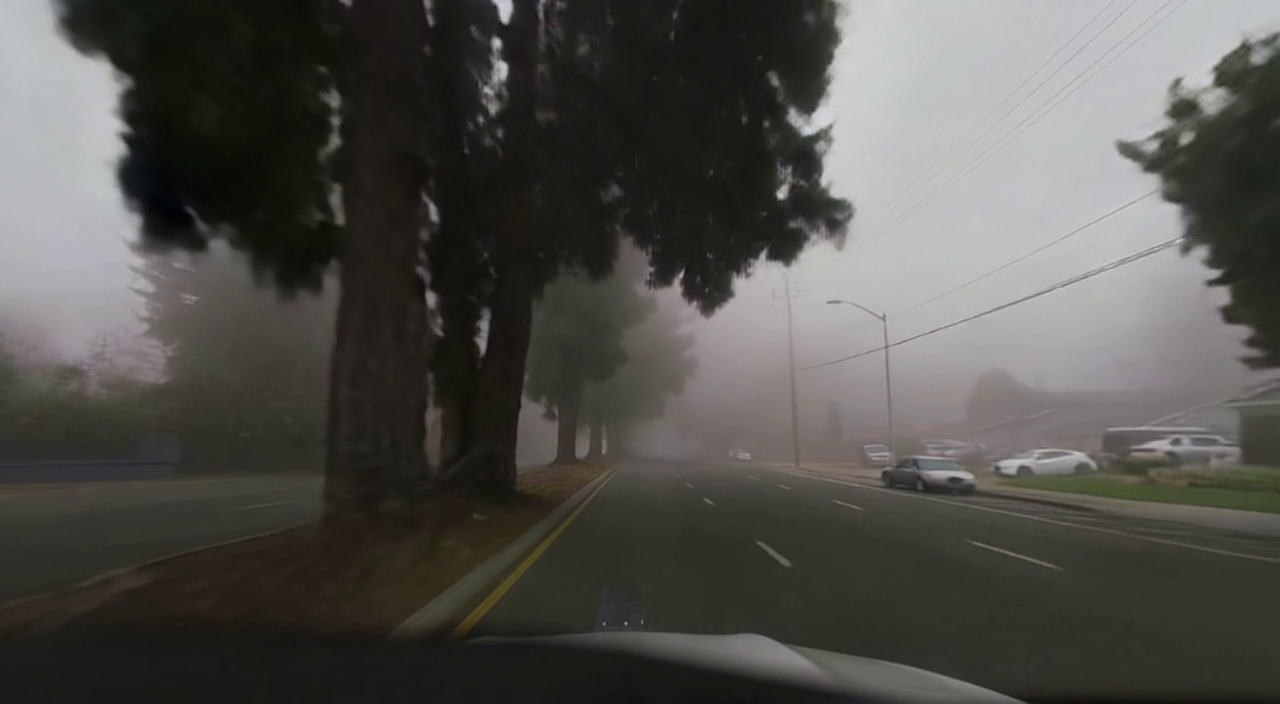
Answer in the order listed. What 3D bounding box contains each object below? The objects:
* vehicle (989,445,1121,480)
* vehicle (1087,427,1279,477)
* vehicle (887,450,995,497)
[{"bbox_3d":[19.930,5.326,30.455,4.897,1.608,2.005,0,-9,2],"label":"vehicle"},{"bbox_3d":[22.802,4.141,26.185,6.075,1.933,3.018,0,-8,1],"label":"vehicle"},{"bbox_3d":[11.522,4.641,24.537,1.929,1.489,4.777,4,-8,1],"label":"vehicle"}]
